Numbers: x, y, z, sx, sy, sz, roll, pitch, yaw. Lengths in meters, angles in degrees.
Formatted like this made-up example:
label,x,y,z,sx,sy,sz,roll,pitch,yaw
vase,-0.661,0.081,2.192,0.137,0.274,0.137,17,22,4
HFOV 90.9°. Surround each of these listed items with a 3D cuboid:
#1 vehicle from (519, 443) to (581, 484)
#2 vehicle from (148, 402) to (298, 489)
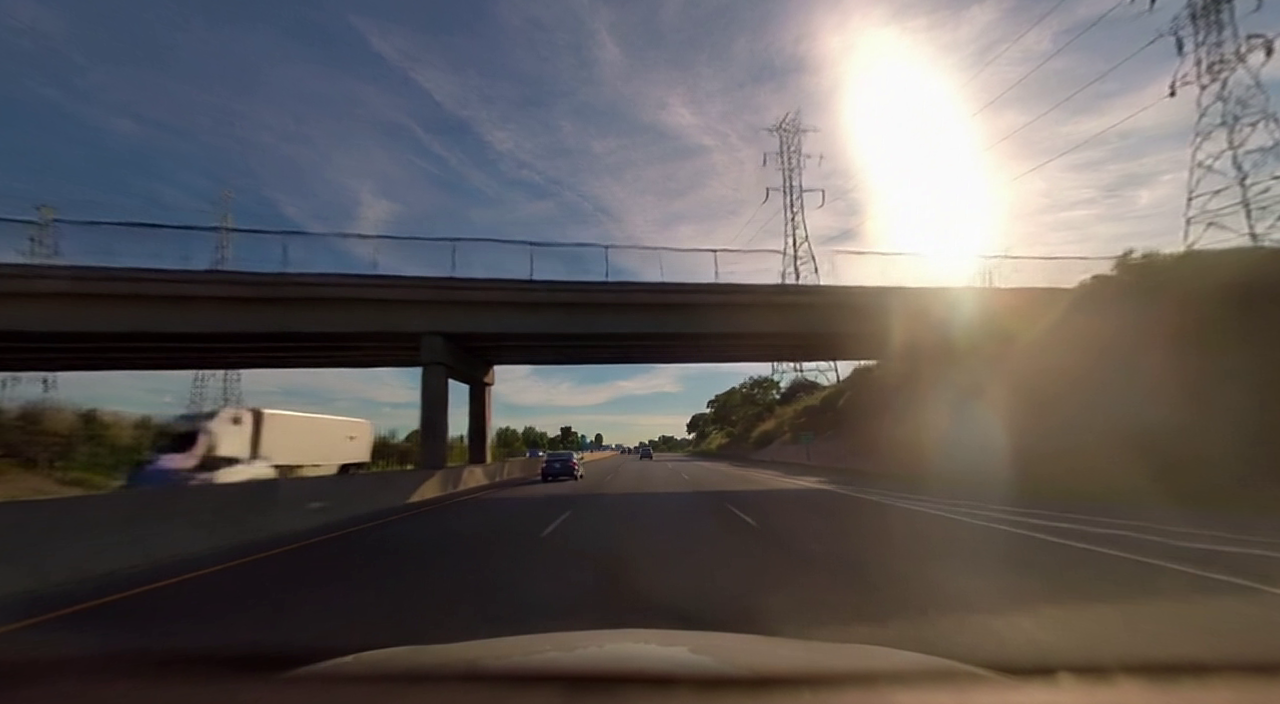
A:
label,x,y,z,sx,sy,sz,roll,pitch,yaw
vehicle,-3.681,4.664,26.546,1.924,1.550,4.165,0,-9,1
vehicle,-19.991,4.581,30.795,2.948,3.804,6.105,0,-9,0
